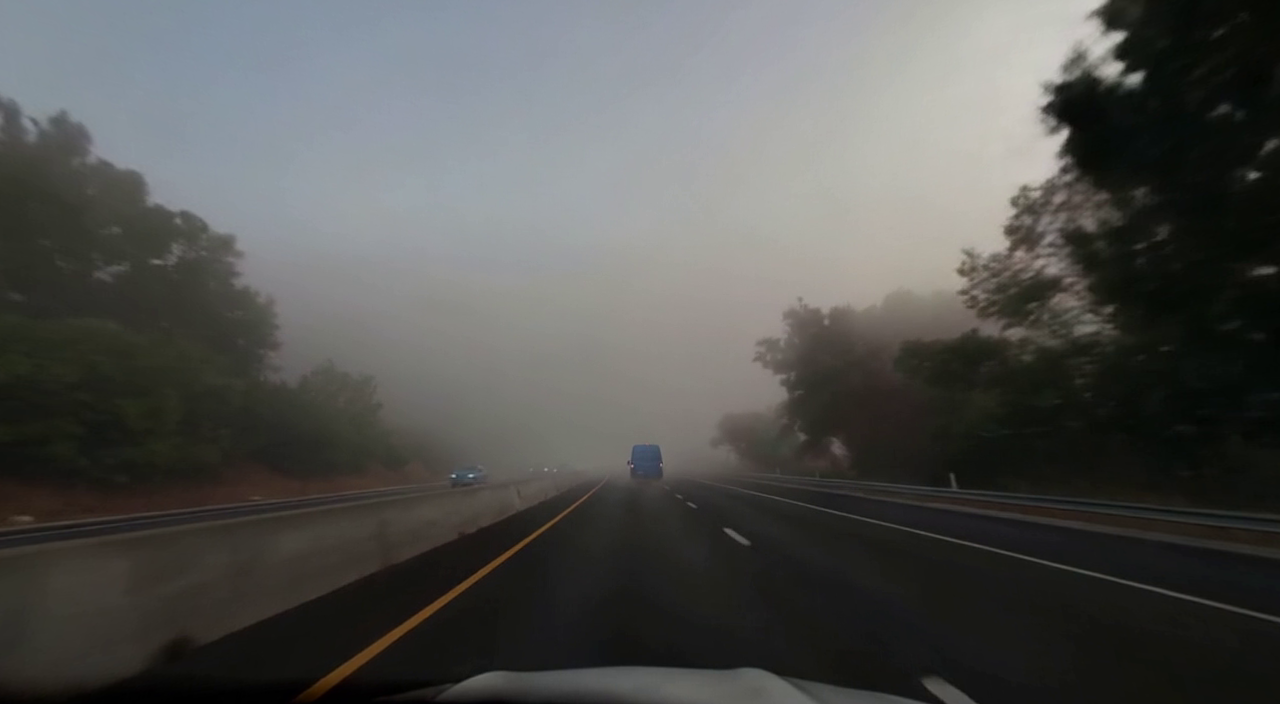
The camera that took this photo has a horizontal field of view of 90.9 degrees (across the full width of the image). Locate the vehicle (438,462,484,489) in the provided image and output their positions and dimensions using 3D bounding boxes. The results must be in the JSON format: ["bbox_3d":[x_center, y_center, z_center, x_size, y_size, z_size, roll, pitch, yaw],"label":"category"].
[{"bbox_3d":[-12.950,8.966,45.780,2.101,1.841,4.167,1,-11,-1],"label":"vehicle"}]

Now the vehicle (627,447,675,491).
[{"bbox_3d":[0.522,6.381,34.393,2.429,2.167,4.558,1,-11,-2],"label":"vehicle"}]
